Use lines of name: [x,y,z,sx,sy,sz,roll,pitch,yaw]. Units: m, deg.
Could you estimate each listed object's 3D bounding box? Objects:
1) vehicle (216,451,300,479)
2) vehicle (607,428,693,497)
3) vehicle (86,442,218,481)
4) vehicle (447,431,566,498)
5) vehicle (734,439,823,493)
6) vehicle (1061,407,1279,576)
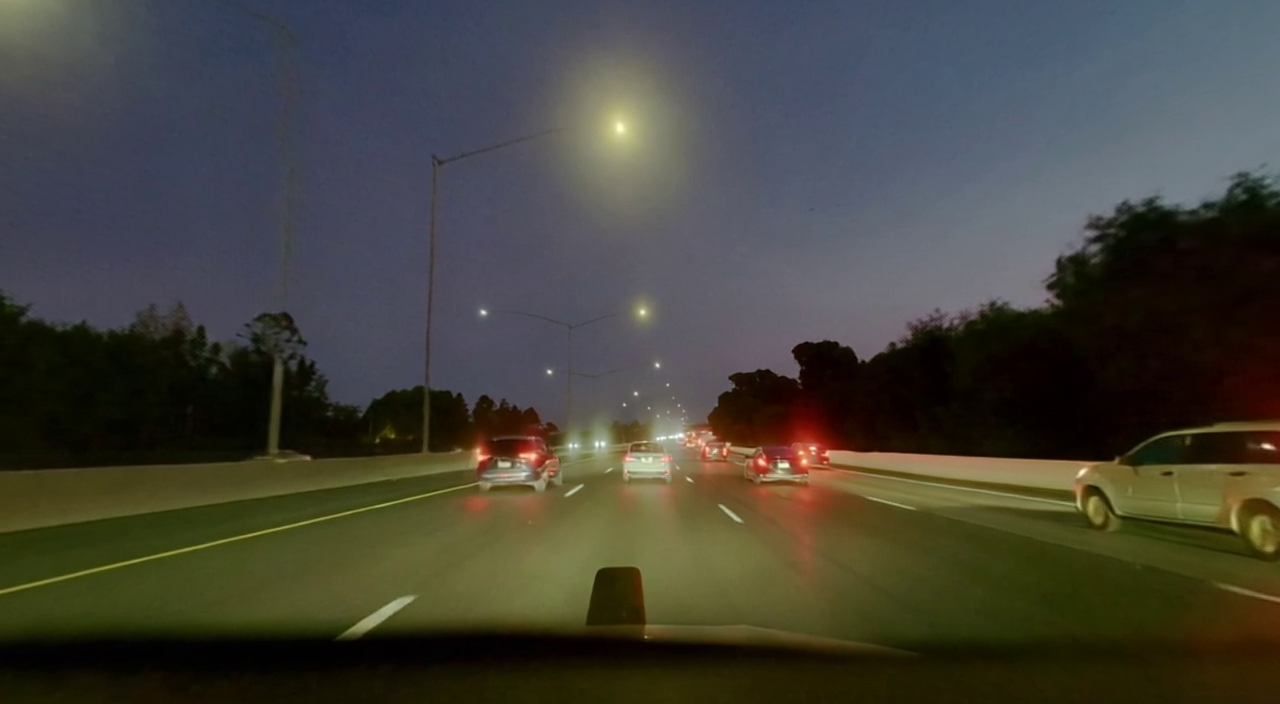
vehicle: [-23.319,6.902,38.720,1.891,1.520,4.742,0,-9,5]
vehicle: [0.328,3.131,18.157,2.181,1.728,3.970,0,-9,2]
vehicle: [-27.414,6.152,35.758,2.237,1.956,6.092,0,-9,5]
vehicle: [-3.574,3.133,17.954,2.128,1.627,4.697,0,-9,3]
vehicle: [4.282,3.596,20.188,1.999,1.514,4.338,0,-9,2]
vehicle: [7.384,1.516,7.076,2.028,1.657,4.823,0,-9,1]
